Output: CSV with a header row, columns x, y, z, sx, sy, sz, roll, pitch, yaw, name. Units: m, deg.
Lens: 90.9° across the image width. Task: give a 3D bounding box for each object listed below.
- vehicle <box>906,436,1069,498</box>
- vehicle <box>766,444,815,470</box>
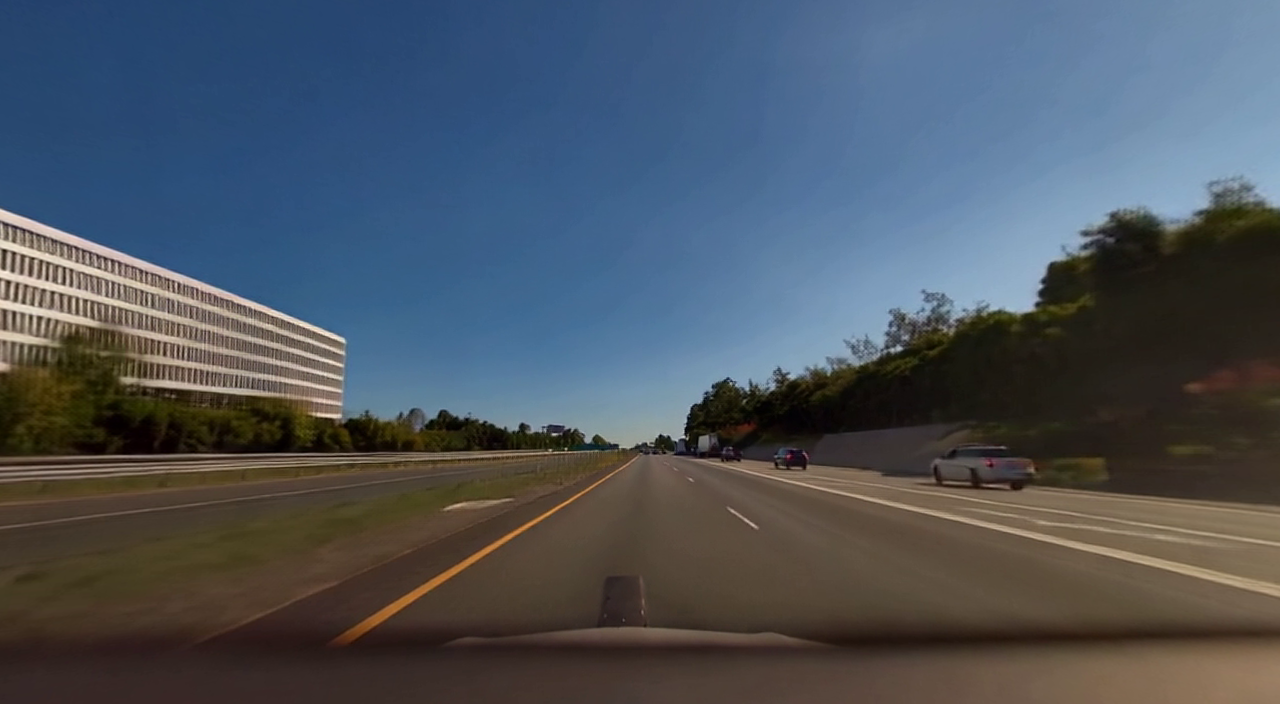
x,y,z,sx,sy,sz,roll,pitch,yaw,name
10.436,3.483,19.520,2.127,1.646,4.926,0,-9,-1,vehicle
10.393,7.281,43.903,2.129,1.735,4.880,0,-9,-1,vehicle
